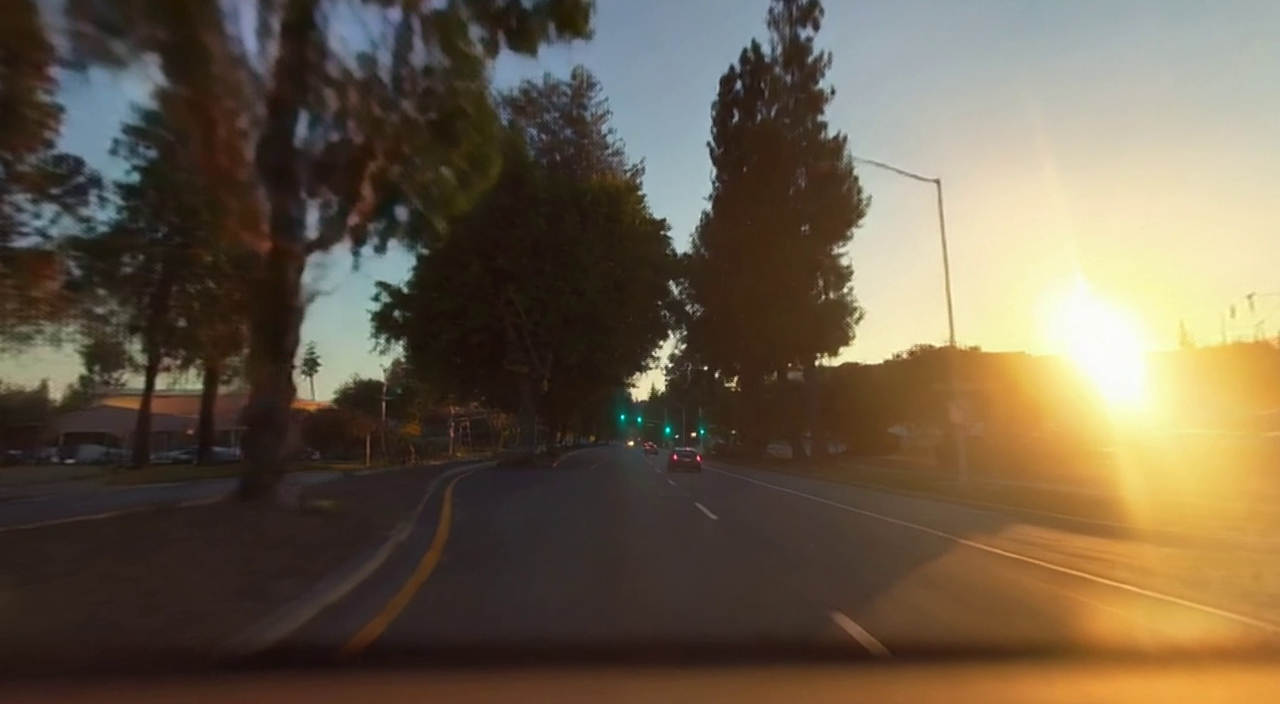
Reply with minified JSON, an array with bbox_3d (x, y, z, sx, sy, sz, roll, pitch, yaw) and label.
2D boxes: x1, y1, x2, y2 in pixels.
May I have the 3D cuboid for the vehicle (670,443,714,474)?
[{"bbox_3d":[2.797,5.866,34.908,1.961,1.580,4.020,1,-8,-2],"label":"vehicle"}]
